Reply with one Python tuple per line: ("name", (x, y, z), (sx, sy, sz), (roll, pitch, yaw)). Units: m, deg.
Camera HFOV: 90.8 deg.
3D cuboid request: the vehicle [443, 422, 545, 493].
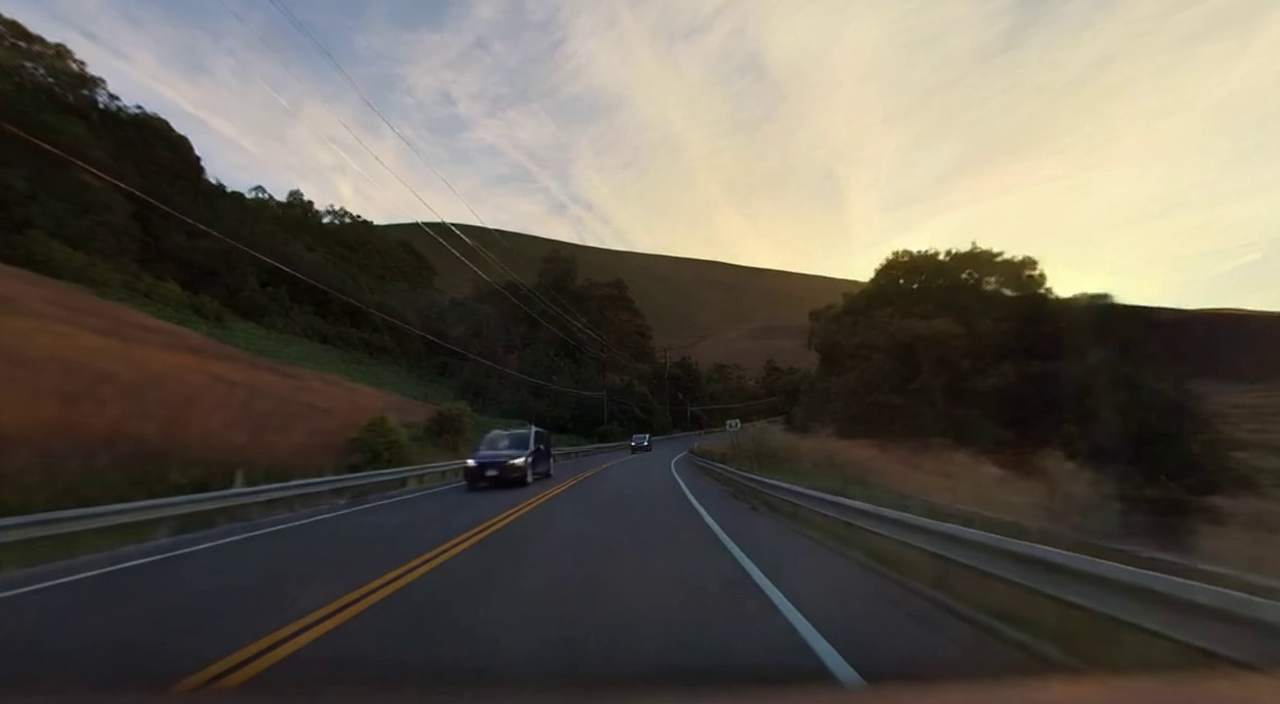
("vehicle", (-4.219, 3.152, 19.037), (1.997, 1.874, 4.269), (0, -9, 0))
